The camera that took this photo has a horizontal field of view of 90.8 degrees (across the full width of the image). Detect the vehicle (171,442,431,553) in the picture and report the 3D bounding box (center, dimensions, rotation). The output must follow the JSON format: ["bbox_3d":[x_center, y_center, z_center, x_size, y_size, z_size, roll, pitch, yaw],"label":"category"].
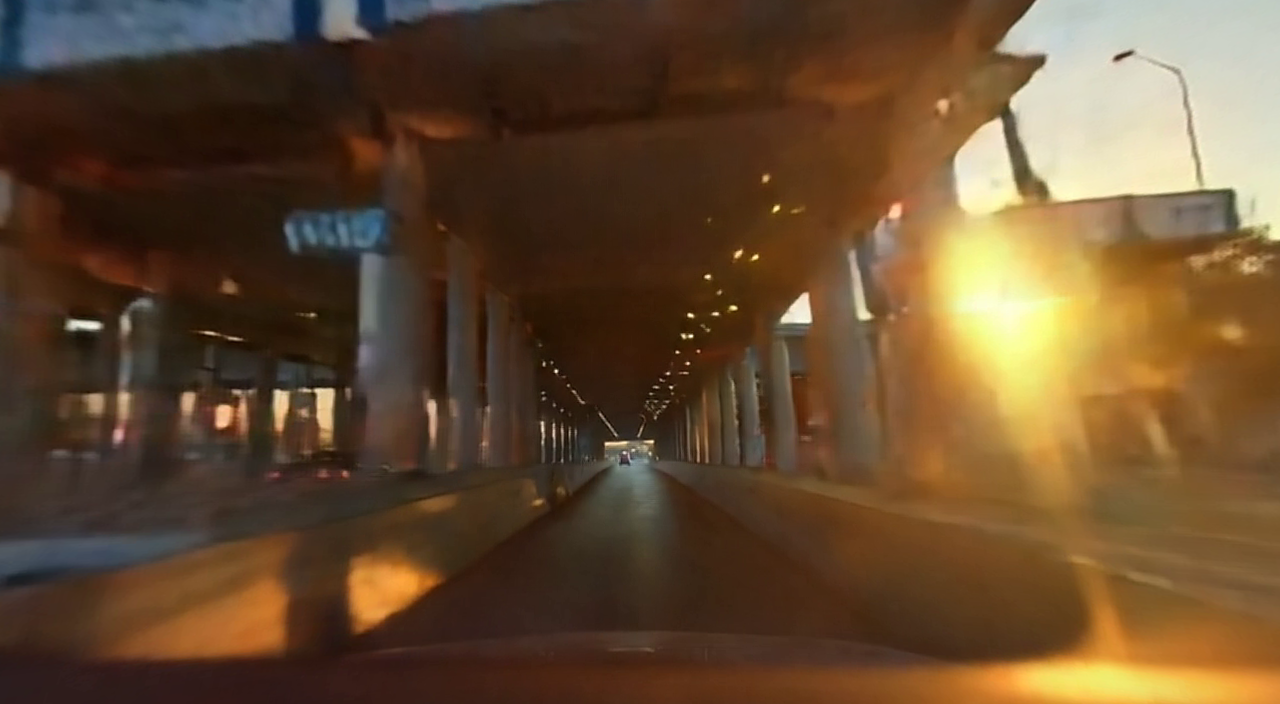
[{"bbox_3d":[-5.282,2.306,10.699,1.981,1.465,4.334,0,-9,0],"label":"vehicle"}]
